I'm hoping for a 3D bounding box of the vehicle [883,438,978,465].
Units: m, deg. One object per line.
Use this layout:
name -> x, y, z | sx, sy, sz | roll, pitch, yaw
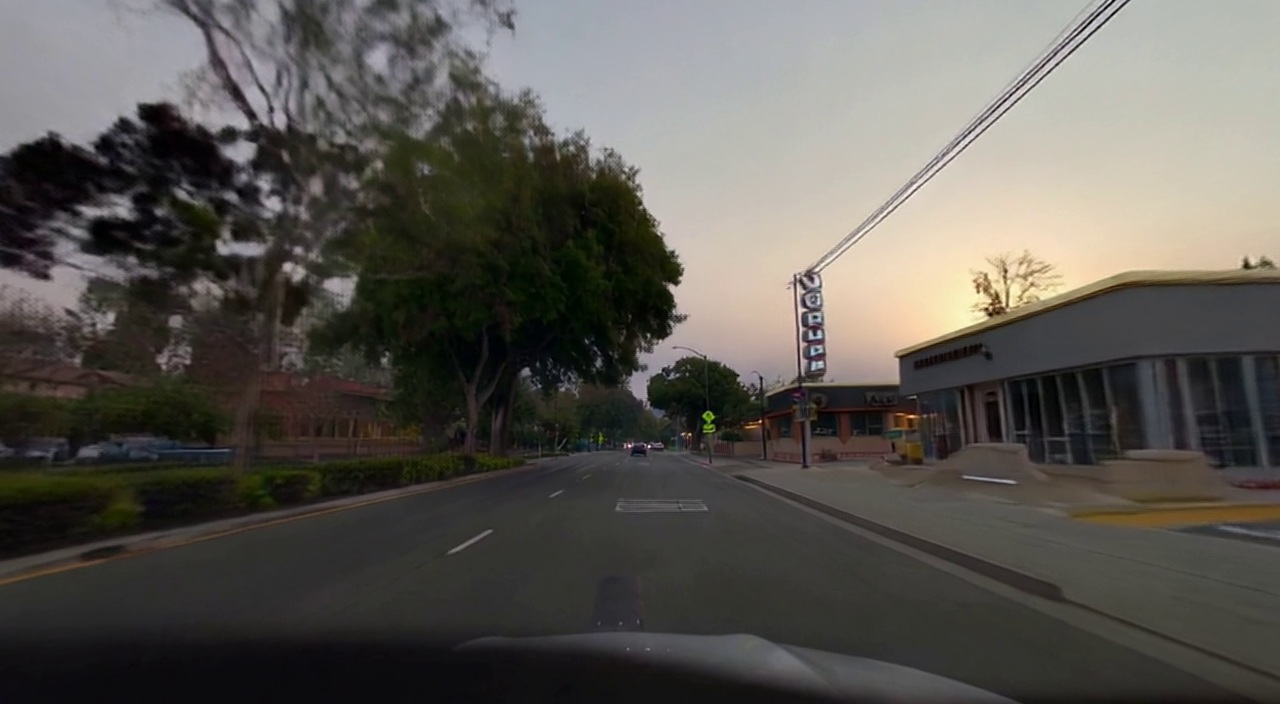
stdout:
vehicle -> 16.998, 5.859, 37.199 | 4.563, 1.457, 2.139 | -1, -7, 6
